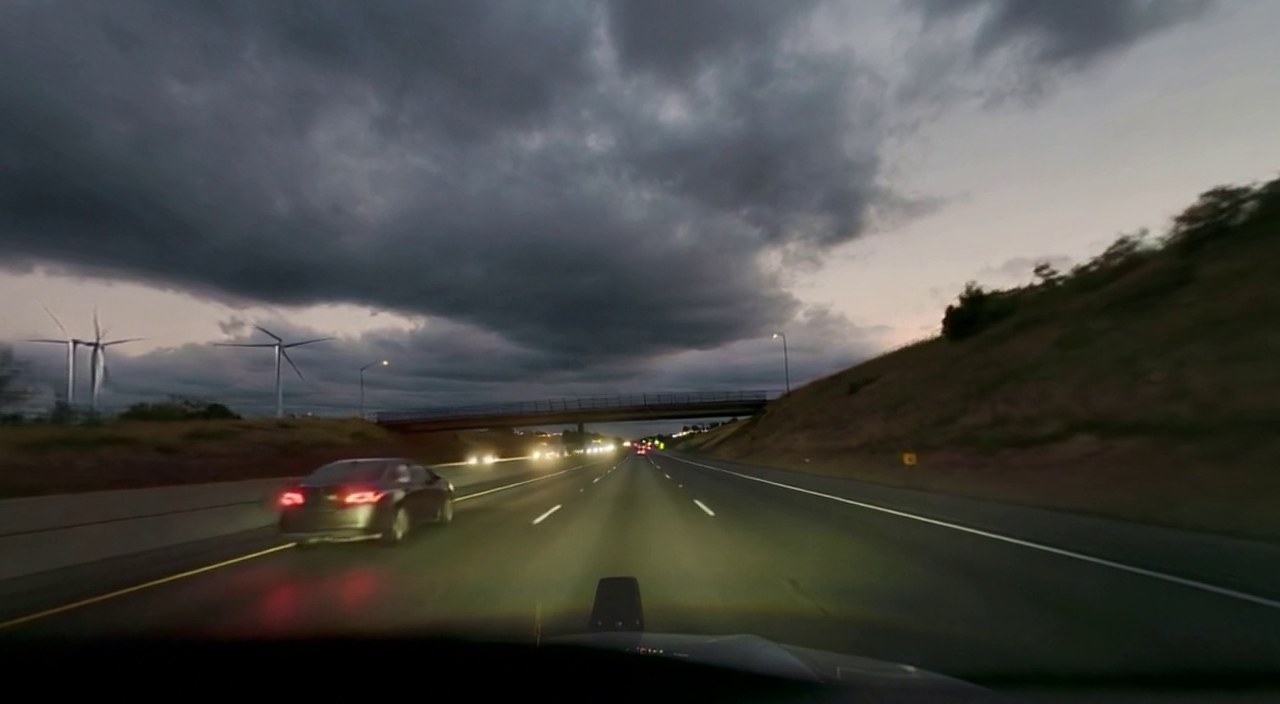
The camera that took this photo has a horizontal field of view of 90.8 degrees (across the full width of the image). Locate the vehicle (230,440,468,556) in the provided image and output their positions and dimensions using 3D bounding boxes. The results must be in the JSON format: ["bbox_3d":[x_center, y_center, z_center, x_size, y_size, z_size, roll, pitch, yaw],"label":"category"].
[{"bbox_3d":[-4.372,2.225,10.357,1.921,1.481,4.120,0,-9,0],"label":"vehicle"}]
